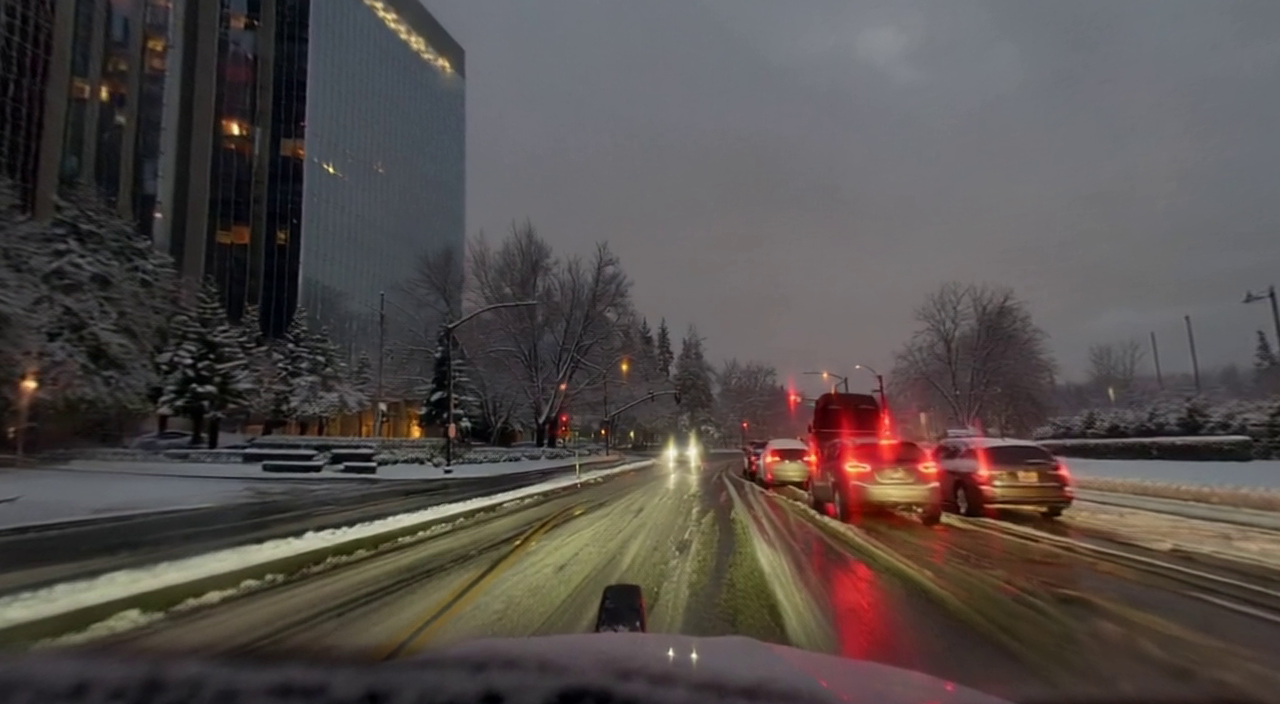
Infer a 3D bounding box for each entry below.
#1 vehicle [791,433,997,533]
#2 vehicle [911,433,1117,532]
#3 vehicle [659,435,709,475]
[{"bbox_3d":[4.480,2.358,11.910,2.183,1.553,3.923,0,-8,-1],"label":"vehicle"},{"bbox_3d":[7.101,2.467,12.548,1.983,1.628,3.885,-1,-8,6],"label":"vehicle"},{"bbox_3d":[2.141,4.769,29.367,2.121,1.728,4.161,-1,-8,7],"label":"vehicle"}]
